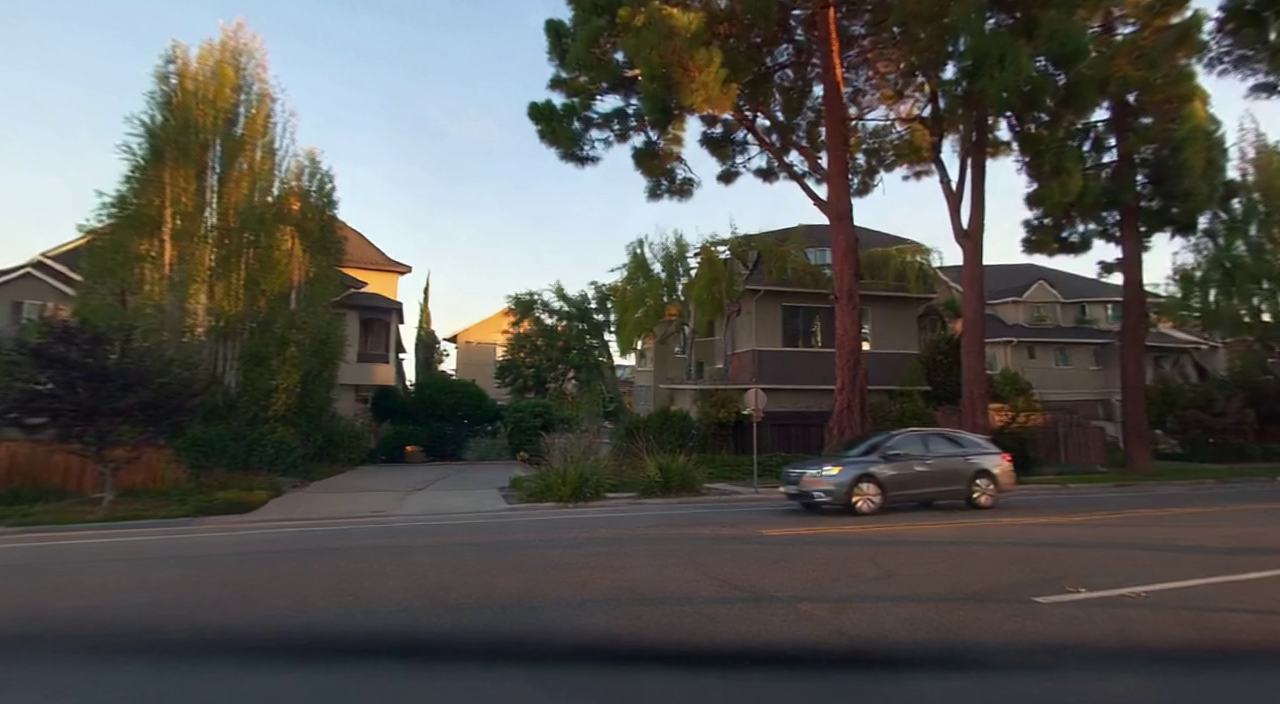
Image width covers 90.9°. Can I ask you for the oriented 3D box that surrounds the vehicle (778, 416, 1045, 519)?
[{"bbox_3d":[5.213,2.184,12.290,4.462,1.706,2.046,3,-9,-18],"label":"vehicle"}]
